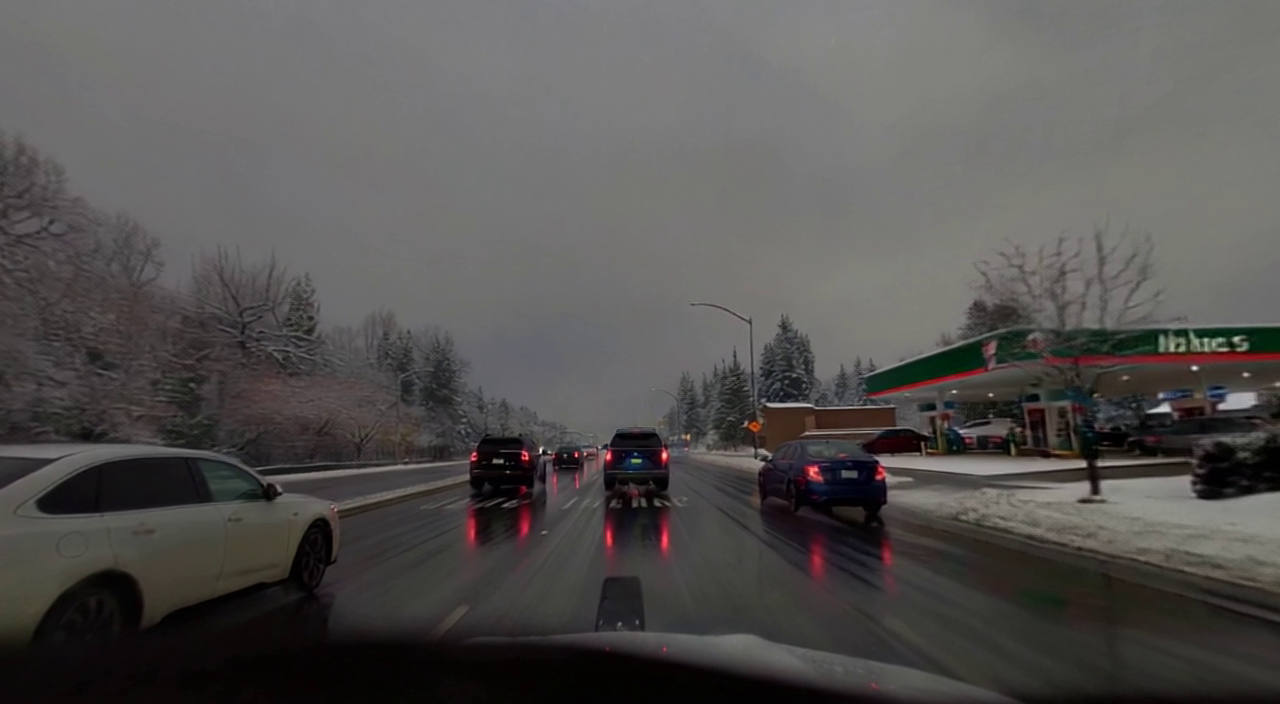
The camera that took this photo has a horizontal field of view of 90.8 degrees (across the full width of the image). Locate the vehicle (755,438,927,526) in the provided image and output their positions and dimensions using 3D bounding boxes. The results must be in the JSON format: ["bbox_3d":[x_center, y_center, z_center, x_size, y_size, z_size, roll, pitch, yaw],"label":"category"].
[{"bbox_3d":[3.791,2.522,12.925,1.888,1.456,4.589,0,-8,-2],"label":"vehicle"}]

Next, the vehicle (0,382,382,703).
[{"bbox_3d":[-3.590,1.191,4.427,1.864,1.574,4.031,0,-8,0],"label":"vehicle"}]

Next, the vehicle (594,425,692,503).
[{"bbox_3d":[0.047,2.938,16.968,2.279,1.803,4.254,0,-8,-1],"label":"vehicle"}]

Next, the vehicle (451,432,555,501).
[{"bbox_3d":[-3.668,3.145,17.755,1.932,1.695,4.150,0,-8,1],"label":"vehicle"}]

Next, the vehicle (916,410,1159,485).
[{"bbox_3d":[12.306,3.042,19.948,5.966,1.991,2.353,-9,-12,43],"label":"vehicle"}]

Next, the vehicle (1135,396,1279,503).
[{"bbox_3d":[11.626,1.714,11.170,1.918,1.765,4.668,0,-8,0],"label":"vehicle"}]

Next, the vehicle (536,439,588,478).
[{"bbox_3d":[-3.524,4.876,29.132,1.871,1.673,3.920,0,-8,0],"label":"vehicle"}]
